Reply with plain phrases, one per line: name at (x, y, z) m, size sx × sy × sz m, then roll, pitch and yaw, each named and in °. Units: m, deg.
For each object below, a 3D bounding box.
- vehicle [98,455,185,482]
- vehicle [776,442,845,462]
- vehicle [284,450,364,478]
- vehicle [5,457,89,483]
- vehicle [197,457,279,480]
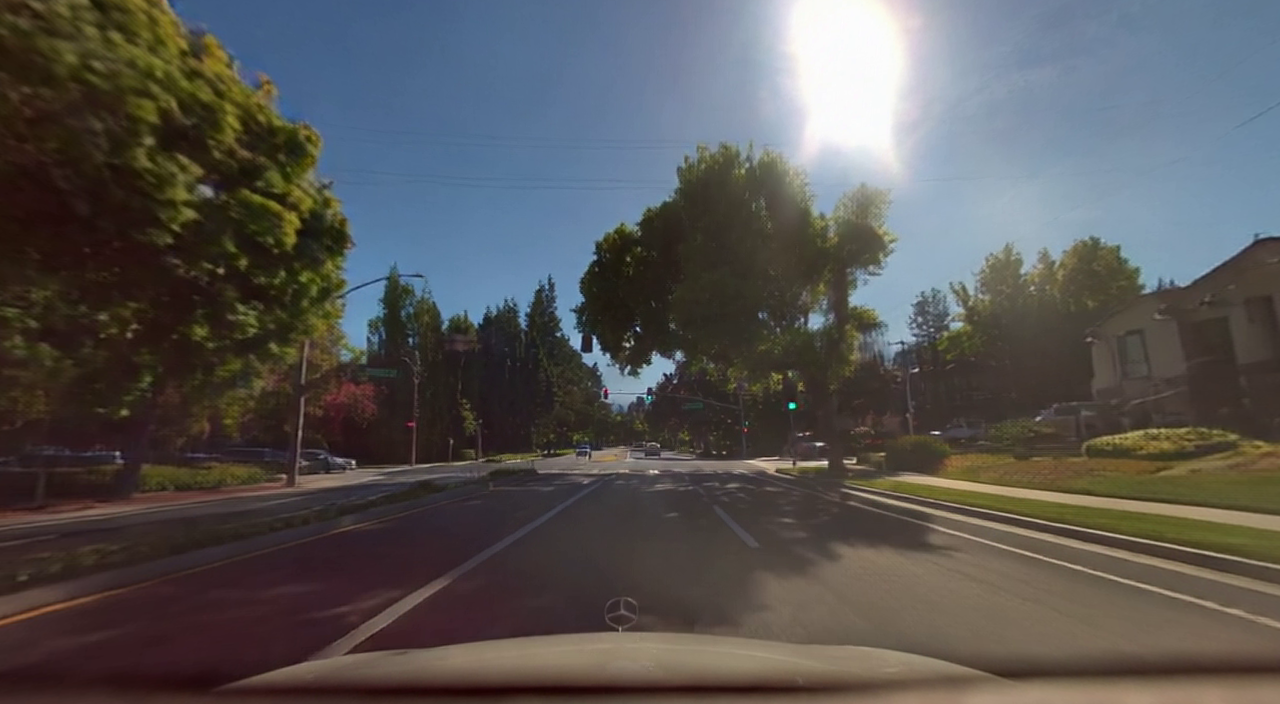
vehicle at (-34.673, 8.064, 43.996) m, size 4.516 × 1.756 × 2.201 m, roll -2°, pitch -9°, yaw 9°
vehicle at (12.977, 7.641, 48.267) m, size 4.611 × 1.505 × 2.029 m, roll 0°, pitch -9°, yaw 0°
vehicle at (-21.502, 7.620, 43.088) m, size 4.445 × 1.805 × 1.944 m, roll -2°, pitch -8°, yaw 4°
vehicle at (-43.415, 8.638, 46.271) m, size 4.752 × 1.752 × 1.908 m, roll -2°, pitch -8°, yaw 11°
vehicle at (-27.874, 8.072, 43.884) m, size 4.505 × 1.460 × 1.929 m, roll -1°, pitch -9°, yaw 7°
